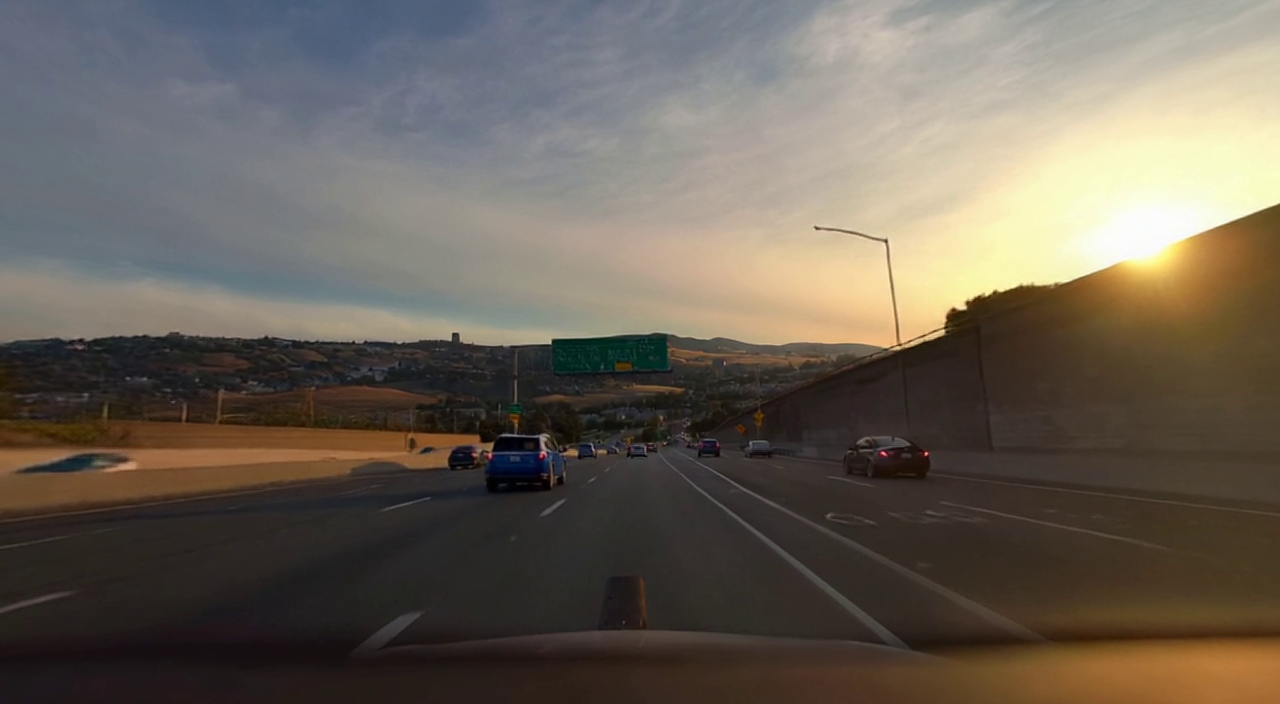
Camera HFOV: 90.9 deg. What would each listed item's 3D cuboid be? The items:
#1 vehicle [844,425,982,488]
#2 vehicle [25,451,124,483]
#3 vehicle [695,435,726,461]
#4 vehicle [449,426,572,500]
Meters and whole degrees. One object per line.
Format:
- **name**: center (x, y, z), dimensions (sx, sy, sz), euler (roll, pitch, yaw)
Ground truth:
- **vehicle**: center (8.017, 3.112, 19.083), dimensions (2.122, 1.646, 4.491), euler (-1, -8, 0)
- **vehicle**: center (-31.953, 6.458, 35.789), dimensions (1.697, 1.643, 4.128), euler (-1, -8, 1)
- **vehicle**: center (5.411, 7.419, 48.859), dimensions (2.172, 1.824, 5.031), euler (-1, -8, 4)
- **vehicle**: center (-3.348, 3.014, 17.591), dimensions (2.210, 1.730, 5.133), euler (-1, -8, 2)
